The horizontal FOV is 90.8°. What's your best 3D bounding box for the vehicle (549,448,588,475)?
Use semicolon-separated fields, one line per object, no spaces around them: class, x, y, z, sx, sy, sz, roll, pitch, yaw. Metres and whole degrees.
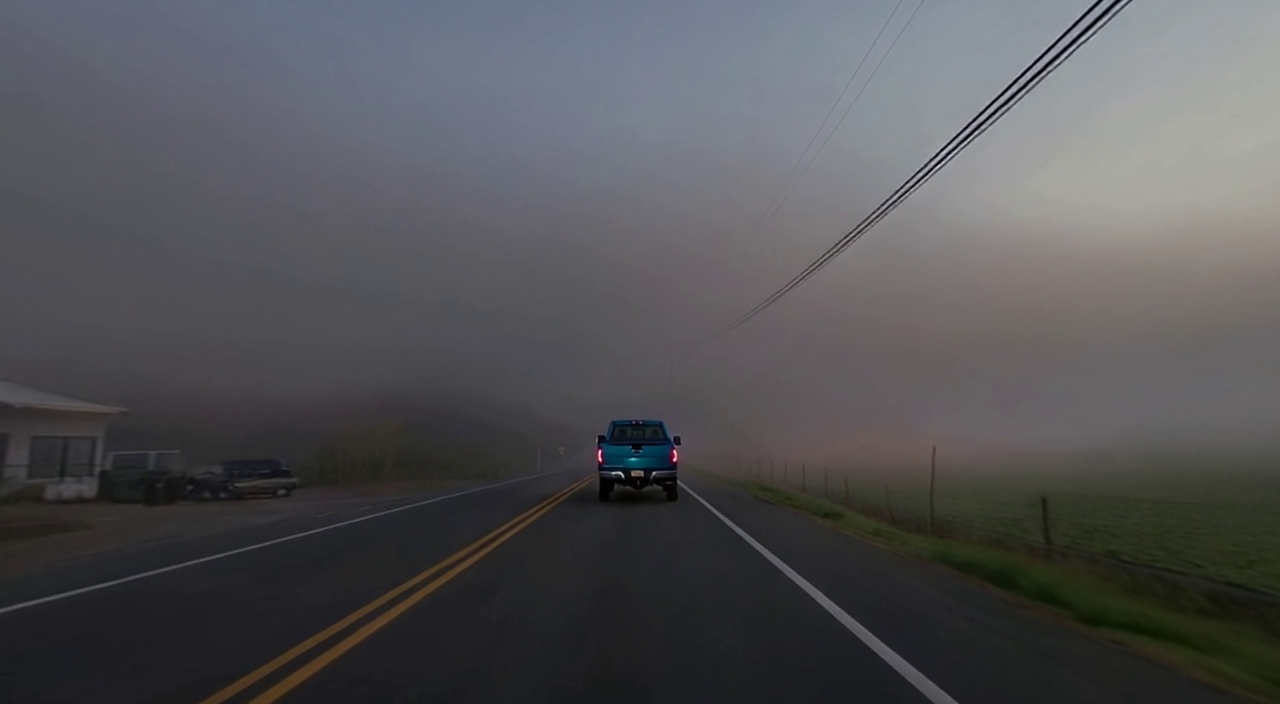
vehicle;-4.277;6.614;38.364;1.853;1.473;4.256;0;-8;0

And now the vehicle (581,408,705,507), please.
vehicle;-0.016;3.020;18.559;2.912;2.320;7.292;0;-8;-1
